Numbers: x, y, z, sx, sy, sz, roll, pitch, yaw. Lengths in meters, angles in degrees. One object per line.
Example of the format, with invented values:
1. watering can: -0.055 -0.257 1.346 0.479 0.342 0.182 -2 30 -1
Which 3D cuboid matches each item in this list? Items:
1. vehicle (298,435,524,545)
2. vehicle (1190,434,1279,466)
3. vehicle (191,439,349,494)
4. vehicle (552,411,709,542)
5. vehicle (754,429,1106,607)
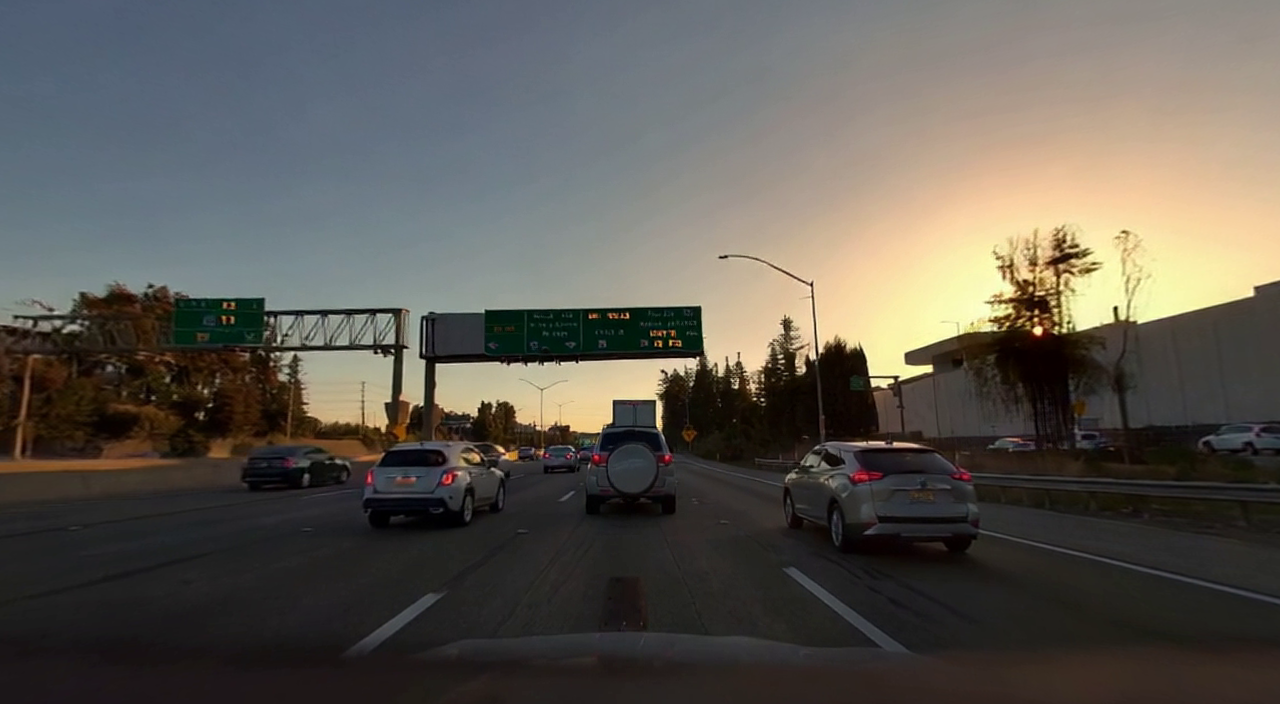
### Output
1. vehicle: -3.512 2.202 10.793 2.132 1.464 4.481 0 -9 1
2. vehicle: 31.806 5.098 32.837 1.805 1.536 4.325 3 -9 -19
3. vehicle: -11.146 3.475 19.512 1.930 1.485 4.765 0 -9 1
4. vehicle: -0.145 2.011 10.674 2.152 1.779 3.924 0 -9 0
5. vehicle: 2.859 1.738 7.609 2.018 1.470 4.491 0 -9 -1
